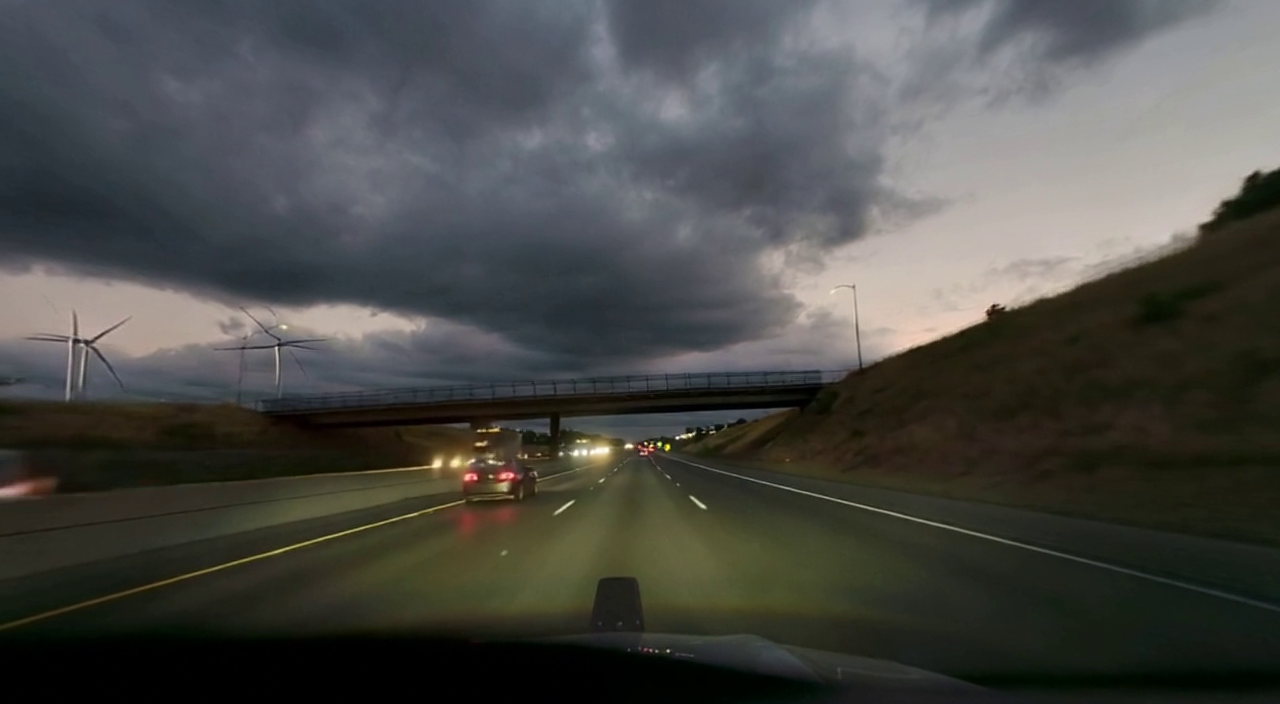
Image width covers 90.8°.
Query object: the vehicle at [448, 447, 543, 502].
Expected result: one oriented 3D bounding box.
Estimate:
[{"bbox_3d":[-4.268,3.670,19.337,1.921,1.481,4.120,0,-9,0],"label":"vehicle"}]
